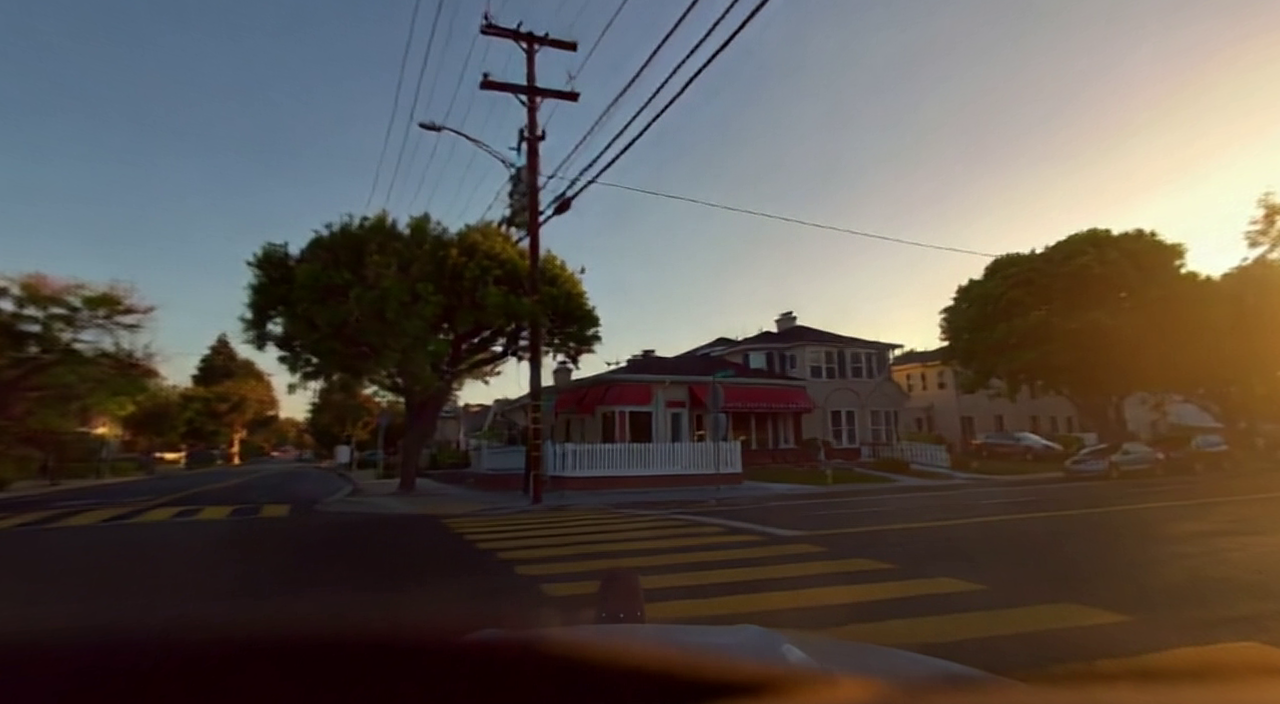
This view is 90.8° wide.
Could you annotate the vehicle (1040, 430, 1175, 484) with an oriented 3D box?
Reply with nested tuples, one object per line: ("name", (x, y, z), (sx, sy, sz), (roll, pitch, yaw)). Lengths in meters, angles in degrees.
("vehicle", (17.146, 3.816, 23.149), (4.509, 1.775, 1.975), (5, -9, -26))

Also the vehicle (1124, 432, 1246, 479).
("vehicle", (21.863, 4.136, 25.354), (4.318, 1.723, 1.913), (4, -9, -24))

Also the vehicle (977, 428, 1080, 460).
("vehicle", (22.046, 5.247, 36.080), (2.033, 1.725, 4.492), (5, -9, -30))
